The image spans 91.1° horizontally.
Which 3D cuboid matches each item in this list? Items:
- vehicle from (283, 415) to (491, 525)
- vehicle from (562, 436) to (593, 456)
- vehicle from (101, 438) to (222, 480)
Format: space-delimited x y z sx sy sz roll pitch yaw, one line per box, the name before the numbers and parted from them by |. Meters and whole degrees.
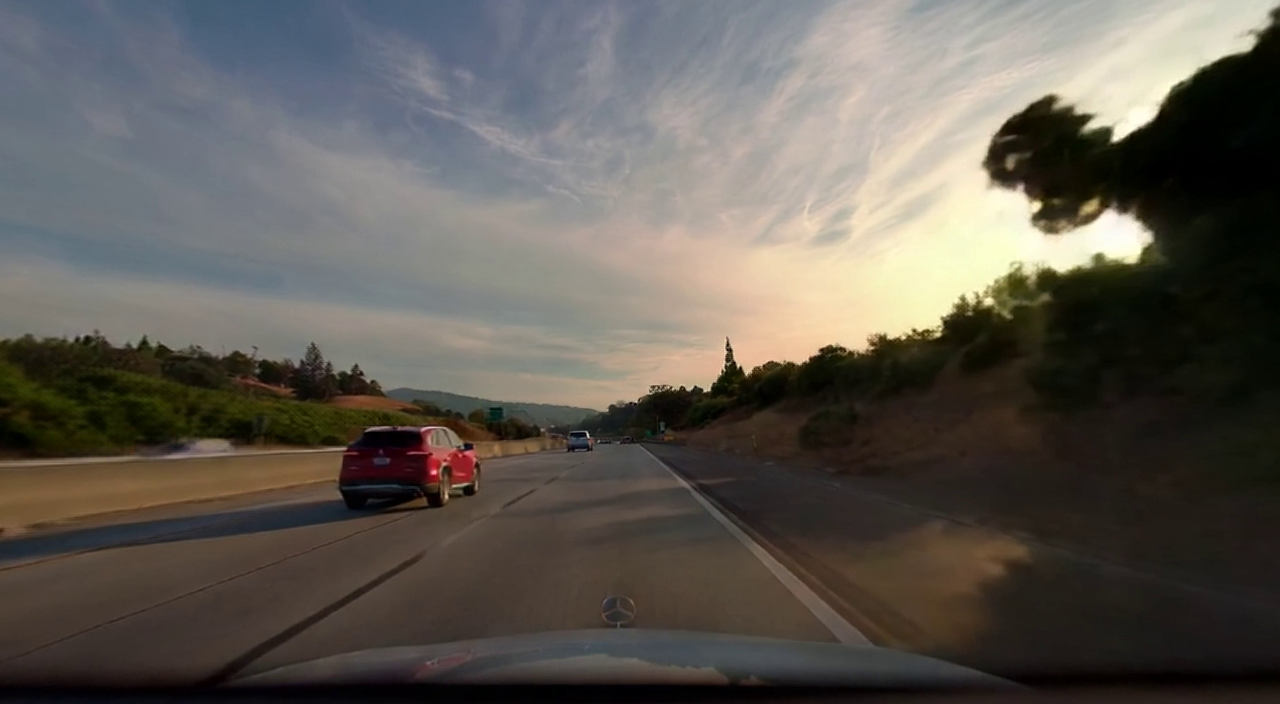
vehicle | -4.364 2.082 11.813 2.070 1.647 4.577 0 -8 -1
vehicle | -4.910 7.421 49.672 2.063 1.496 4.225 0 -8 -1
vehicle | -17.616 3.931 23.364 1.794 1.408 3.420 0 -8 -1
